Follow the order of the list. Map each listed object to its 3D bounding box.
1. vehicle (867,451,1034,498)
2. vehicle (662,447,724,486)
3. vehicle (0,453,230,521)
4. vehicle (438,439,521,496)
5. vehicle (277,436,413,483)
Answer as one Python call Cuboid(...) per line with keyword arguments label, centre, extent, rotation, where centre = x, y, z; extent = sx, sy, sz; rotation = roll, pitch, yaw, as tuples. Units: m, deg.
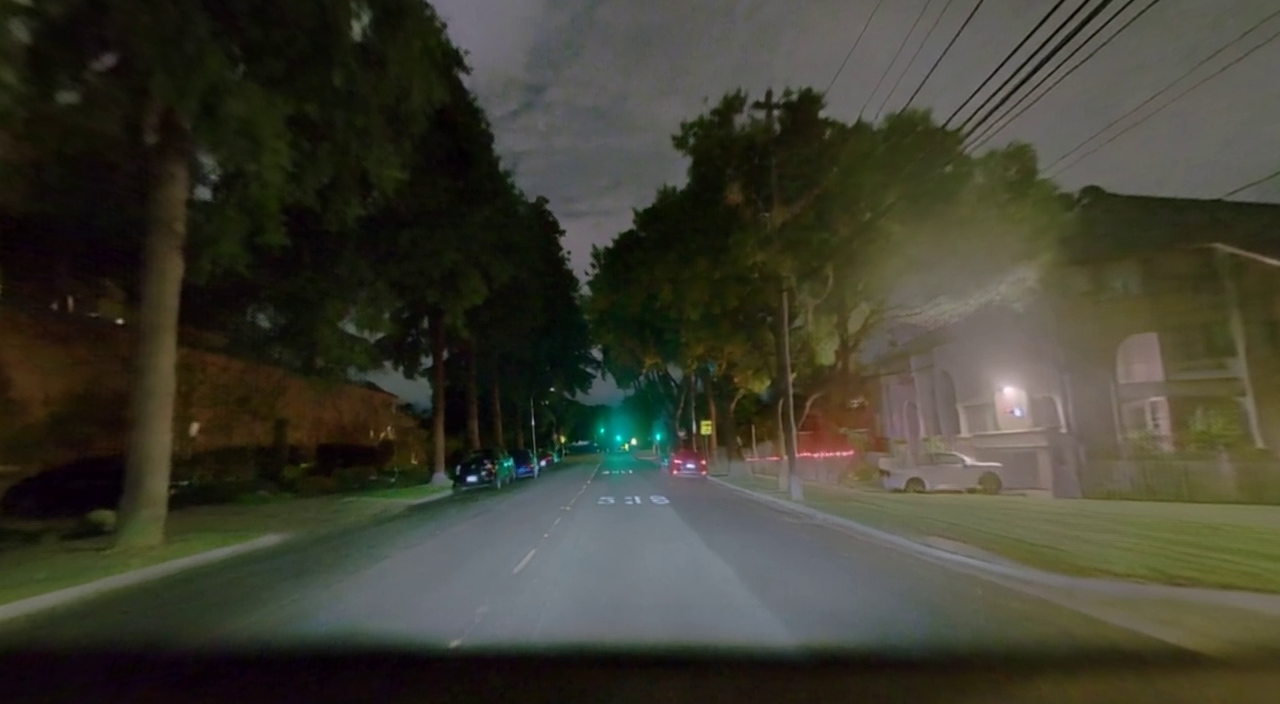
Cuboid(label="vehicle", centre=(10.361, 4.105, 21.341), extent=(4.628, 1.403, 1.926), rotation=(0, -9, -4))
Cuboid(label="vehicle", centre=(2.162, 4.832, 27.031), extent=(2.047, 1.532, 4.350), rotation=(0, -9, -4))
Cuboid(label="vehicle", centre=(-12.613, 3.228, 15.336), extent=(3.989, 1.485, 1.814), rotation=(0, -9, -3))
Cuboid(label="vehicle", centre=(-6.319, 4.561, 25.515), extent=(2.155, 1.907, 5.100), rotation=(-2, -7, -1))
Cuboid(label="vehicle", centre=(-13.672, 5.006, 29.544), extent=(5.234, 2.076, 2.197), rotation=(0, -9, 0))
